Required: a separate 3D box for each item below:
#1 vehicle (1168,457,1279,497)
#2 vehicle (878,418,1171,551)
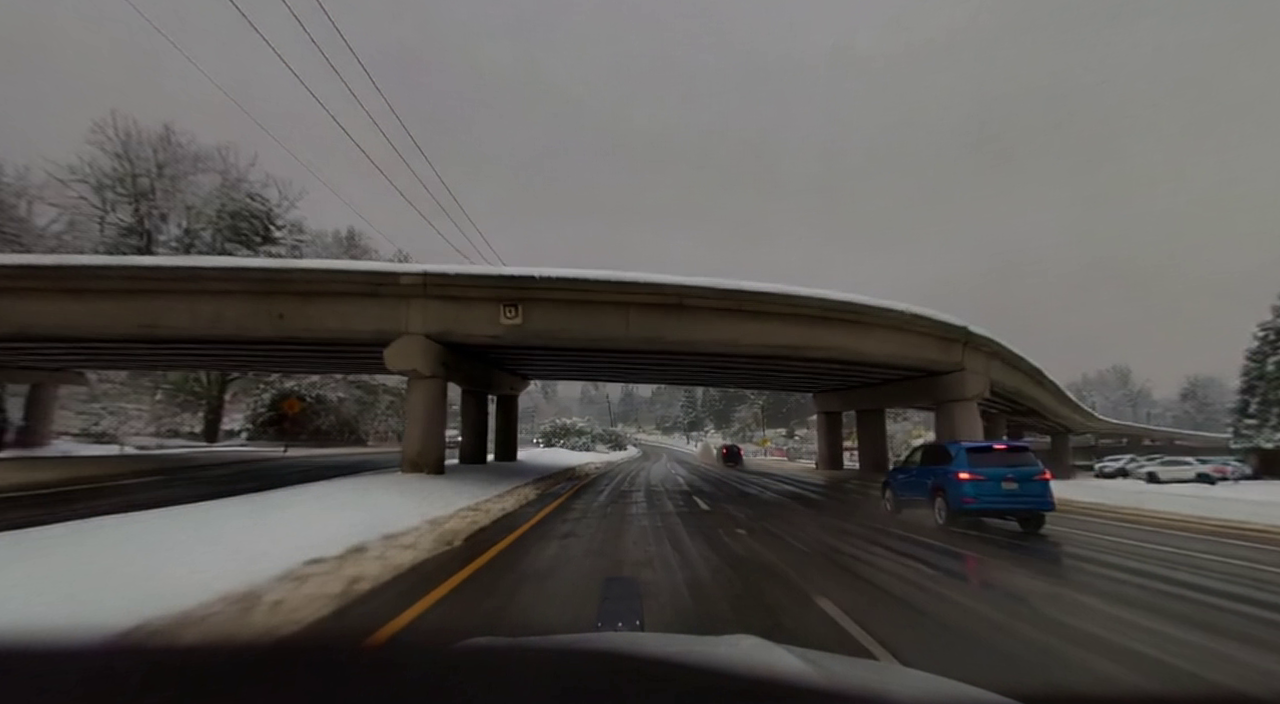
[{"bbox_3d":[30.544,6.391,32.496,4.608,1.919,2.056,-1,-8,7],"label":"vehicle"},{"bbox_3d":[6.794,2.371,12.233,2.331,1.872,5.378,-3,-8,1],"label":"vehicle"}]
